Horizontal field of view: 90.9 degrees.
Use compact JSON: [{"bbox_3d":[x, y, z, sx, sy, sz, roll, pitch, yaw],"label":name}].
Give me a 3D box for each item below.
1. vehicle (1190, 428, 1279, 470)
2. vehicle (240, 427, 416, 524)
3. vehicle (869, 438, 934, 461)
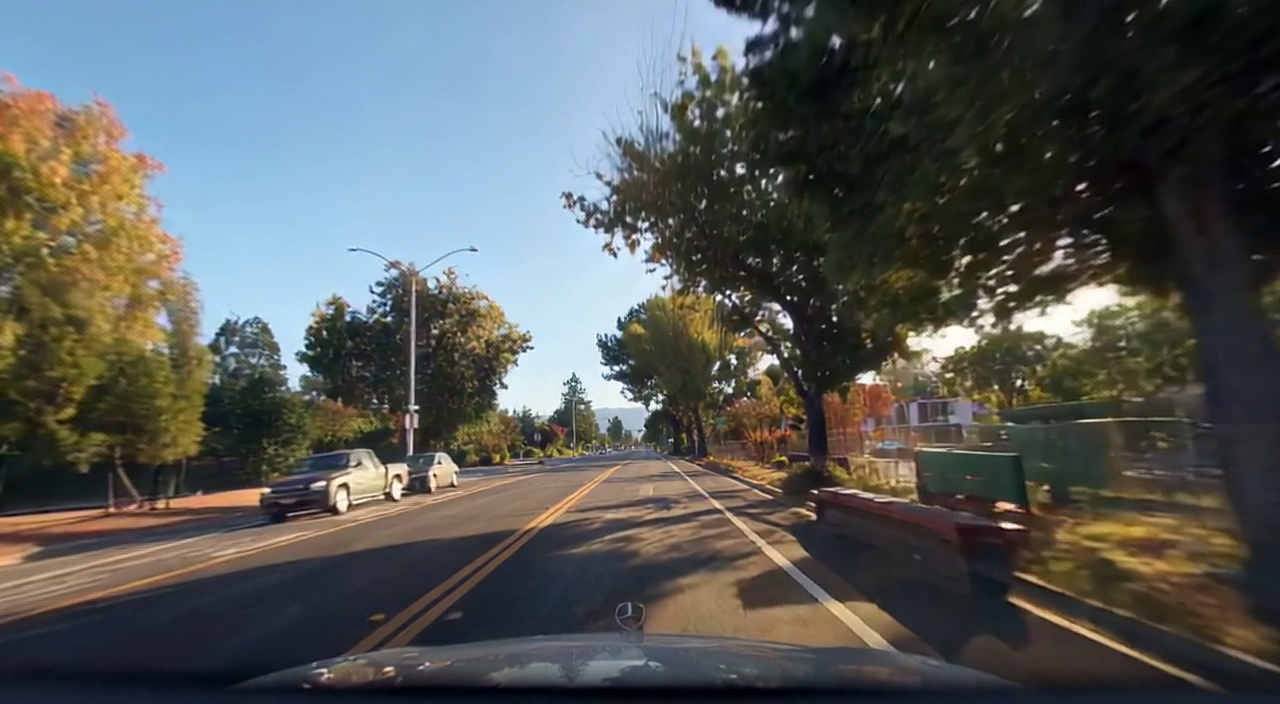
[{"bbox_3d":[23.397,3.565,23.272,4.263,1.473,1.974,-1,-8,1],"label":"vehicle"},{"bbox_3d":[-7.889,3.064,16.594,2.138,2.038,4.717,-4,-7,2],"label":"vehicle"},{"bbox_3d":[20.419,7.621,49.315,4.151,1.730,2.131,0,-9,6],"label":"vehicle"}]
